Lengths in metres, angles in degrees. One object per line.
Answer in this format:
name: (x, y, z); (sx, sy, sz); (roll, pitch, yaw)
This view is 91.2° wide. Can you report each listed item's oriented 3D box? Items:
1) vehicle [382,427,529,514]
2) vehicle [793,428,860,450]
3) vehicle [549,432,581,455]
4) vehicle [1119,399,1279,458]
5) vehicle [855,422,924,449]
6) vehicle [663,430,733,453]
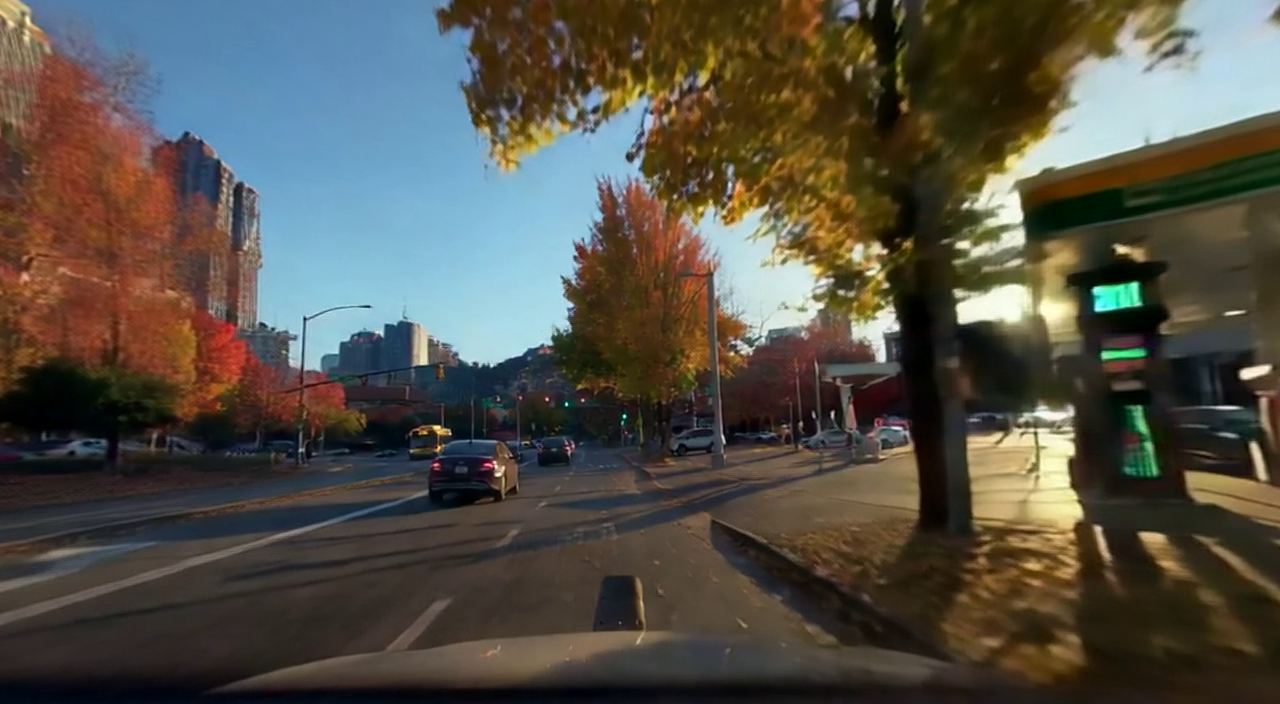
vehicle: (-3.633, 2.414, 13.212); (2.092, 1.507, 4.078); (0, -9, -4)
vehicle: (13.417, 6.272, 45.239); (4.064, 1.507, 2.078); (0, -9, -3)
vehicle: (-5.828, 7.191, 49.231); (2.365, 1.751, 3.904); (0, -9, -4)
vehicle: (16.827, 2.352, 18.932); (1.892, 1.594, 3.379); (0, -9, -2)
vehicle: (18.079, 6.056, 45.463); (4.172, 1.687, 1.773); (-3, -8, -5)
vehicle: (4.292, 6.695, 46.757); (4.894, 1.451, 2.089); (-2, -8, -3)
